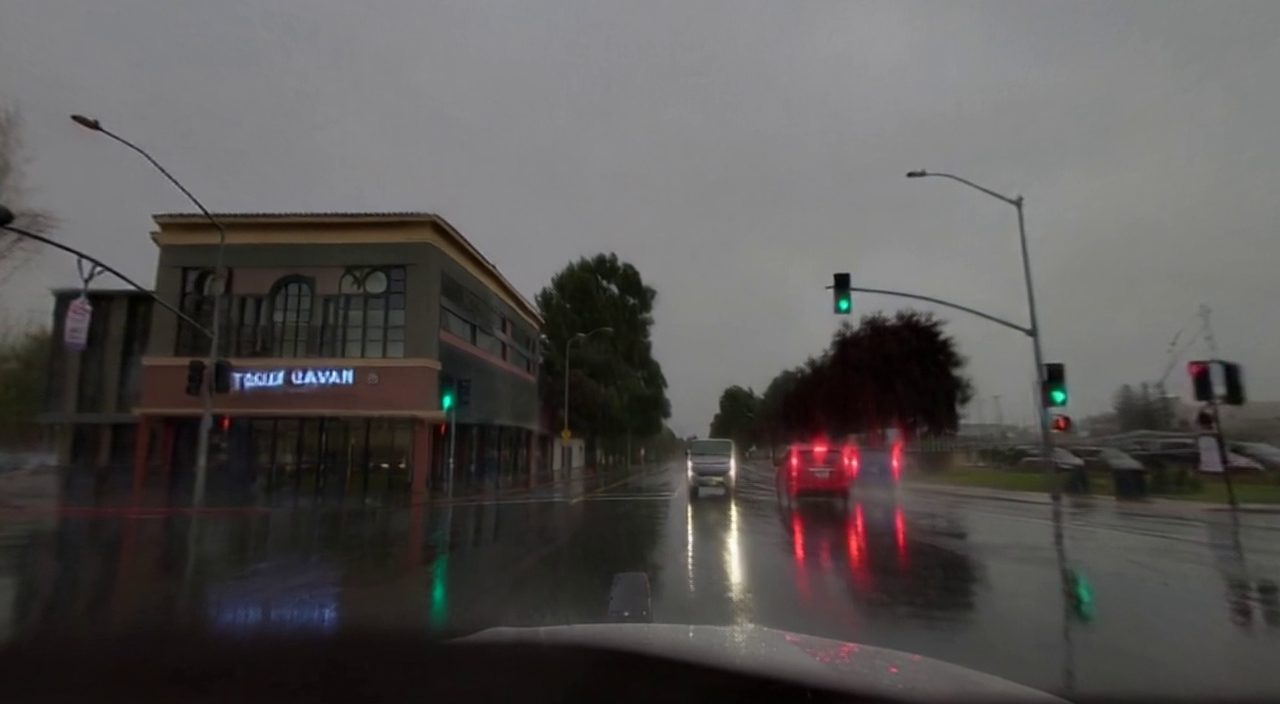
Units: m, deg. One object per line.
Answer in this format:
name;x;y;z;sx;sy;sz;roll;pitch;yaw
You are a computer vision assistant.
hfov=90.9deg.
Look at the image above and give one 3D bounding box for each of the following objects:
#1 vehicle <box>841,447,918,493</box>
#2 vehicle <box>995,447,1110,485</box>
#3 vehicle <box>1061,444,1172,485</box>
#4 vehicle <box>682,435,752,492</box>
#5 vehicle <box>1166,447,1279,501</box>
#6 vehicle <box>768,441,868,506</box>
vehicle;9.617;4.742;25.661;1.792;1.682;4.089;-1;-9;5
vehicle;18.890;5.187;29.101;1.924;1.579;4.084;2;-9;-17
vehicle;21.539;5.071;28.670;1.748;1.695;3.640;2;-9;-13
vehicle;2.850;4.268;24.554;2.390;1.948;5.344;-1;-9;4
vehicle;18.772;3.863;20.363;1.875;1.543;3.853;-5;-10;28
vehicle;5.290;3.640;19.448;2.048;1.725;4.754;-1;-9;4
